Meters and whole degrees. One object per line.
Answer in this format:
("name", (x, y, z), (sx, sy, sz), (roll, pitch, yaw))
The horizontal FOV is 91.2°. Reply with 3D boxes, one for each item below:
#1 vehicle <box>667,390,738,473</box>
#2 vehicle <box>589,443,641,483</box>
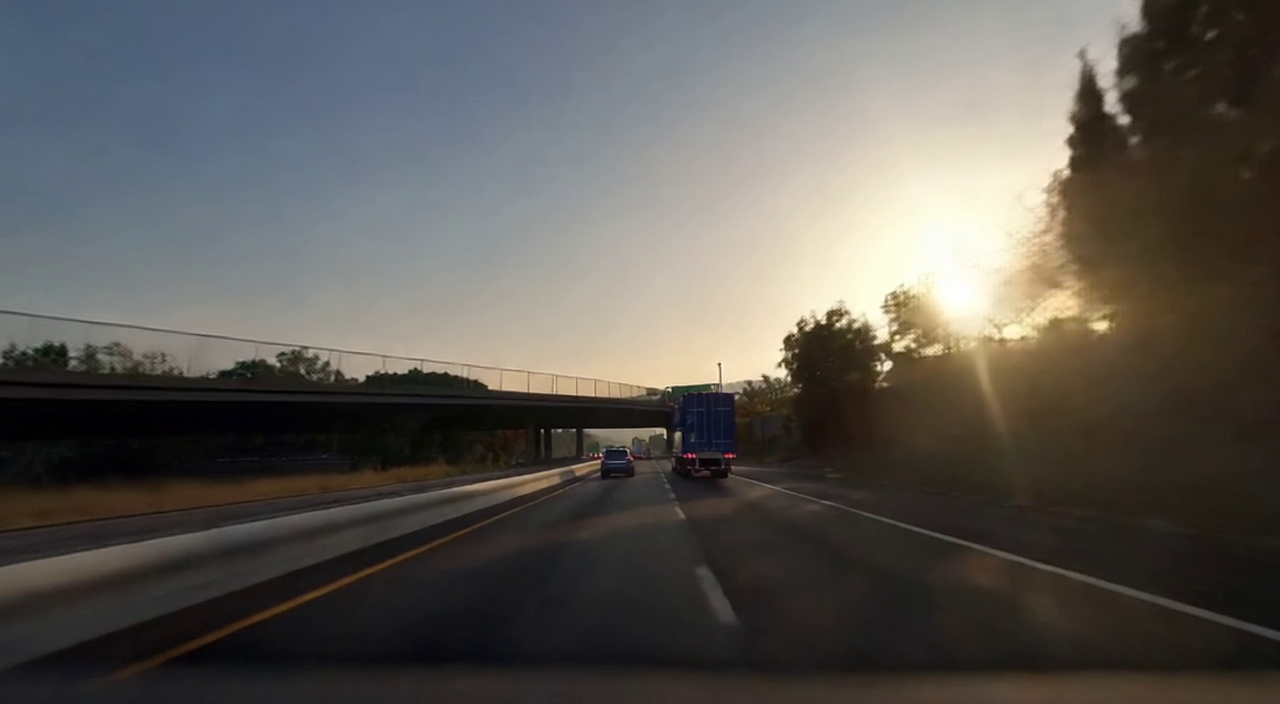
("vehicle", (3.527, 5.200, 39.475), (3.167, 4.180, 14.924), (1, -9, 1))
("vehicle", (-1.102, 5.156, 29.385), (2.160, 1.691, 4.243), (-1, -9, 1))
